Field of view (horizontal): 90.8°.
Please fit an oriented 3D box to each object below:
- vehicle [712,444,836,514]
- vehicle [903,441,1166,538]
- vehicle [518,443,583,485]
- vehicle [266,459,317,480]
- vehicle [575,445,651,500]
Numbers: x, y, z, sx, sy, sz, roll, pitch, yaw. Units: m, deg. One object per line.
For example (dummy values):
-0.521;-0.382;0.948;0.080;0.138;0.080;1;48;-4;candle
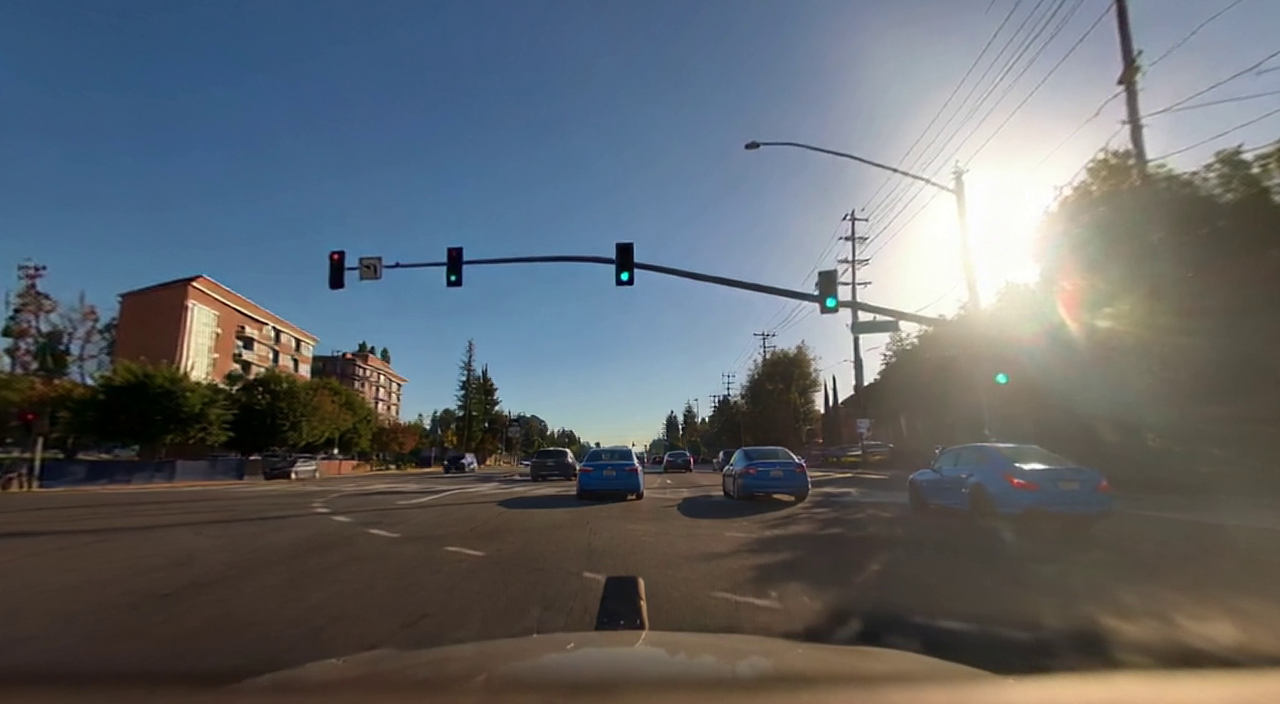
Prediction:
3.164;3.080;15.940;2.053;1.490;4.464;0;-9;-1;vehicle
6.921;2.424;11.848;2.004;1.455;4.417;0;-9;-1;vehicle
-3.683;4.707;26.808;2.073;1.606;4.364;0;-9;0;vehicle
-27.303;9.210;49.620;1.859;1.482;3.717;0;-9;1;vehicle
-0.754;3.584;19.267;2.065;1.464;4.216;0;-9;-1;vehicle
